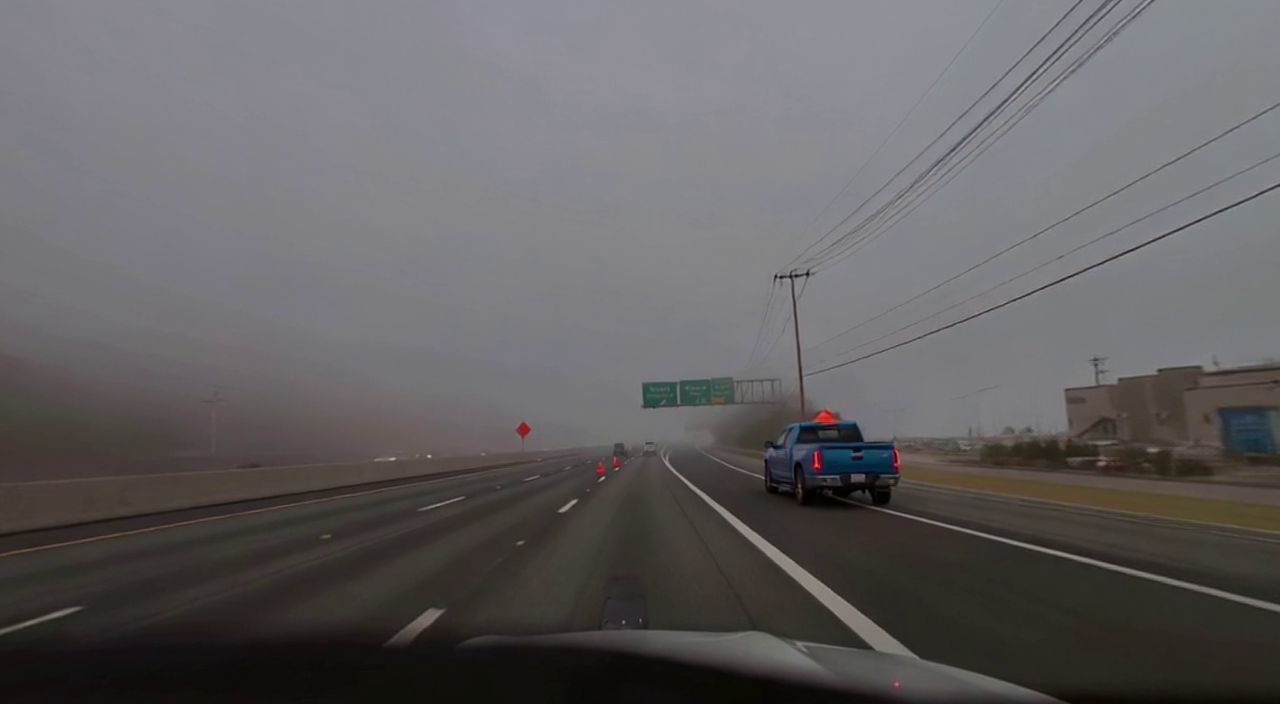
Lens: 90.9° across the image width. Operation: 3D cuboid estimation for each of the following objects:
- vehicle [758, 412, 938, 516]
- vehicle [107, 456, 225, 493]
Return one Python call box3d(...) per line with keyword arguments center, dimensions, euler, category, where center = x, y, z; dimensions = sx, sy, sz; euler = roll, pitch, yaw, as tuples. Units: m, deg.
box3d(center=(4.233, 2.410, 14.021), dimensions=(2.186, 1.840, 5.289), euler=(0, -9, 0), category="vehicle")
box3d(center=(-23.872, 6.179, 32.062), dimensions=(2.018, 1.628, 4.996), euler=(-1, -9, 1), category="vehicle")
